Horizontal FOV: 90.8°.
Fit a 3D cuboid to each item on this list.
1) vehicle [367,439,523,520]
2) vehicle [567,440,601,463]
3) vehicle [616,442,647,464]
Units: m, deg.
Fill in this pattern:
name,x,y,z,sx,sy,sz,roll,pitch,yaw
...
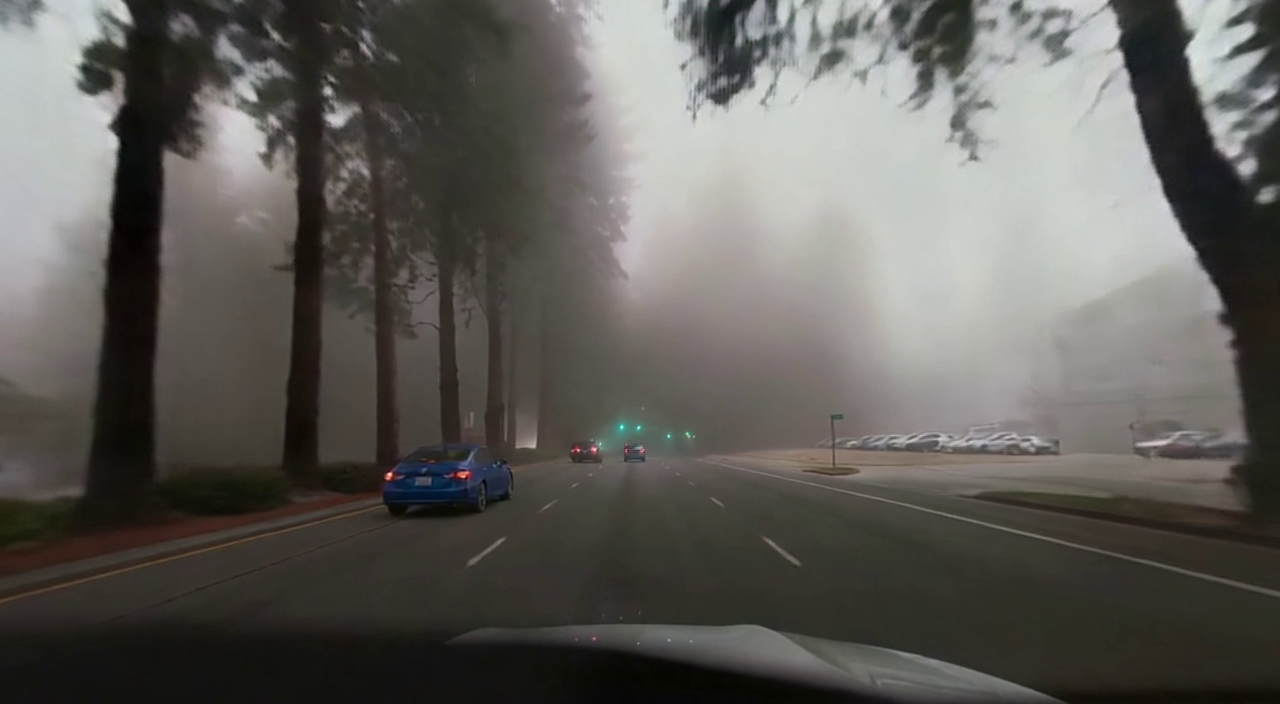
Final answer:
name,x,y,z,sx,sy,sz,roll,pitch,yaw
vehicle,-3.855,2.573,13.397,1.905,1.418,4.396,0,-8,0
vehicle,-4.094,7.322,46.799,2.103,1.592,4.160,0,-8,0
vehicle,-0.572,6.767,42.498,1.991,1.431,4.199,0,-8,-1
